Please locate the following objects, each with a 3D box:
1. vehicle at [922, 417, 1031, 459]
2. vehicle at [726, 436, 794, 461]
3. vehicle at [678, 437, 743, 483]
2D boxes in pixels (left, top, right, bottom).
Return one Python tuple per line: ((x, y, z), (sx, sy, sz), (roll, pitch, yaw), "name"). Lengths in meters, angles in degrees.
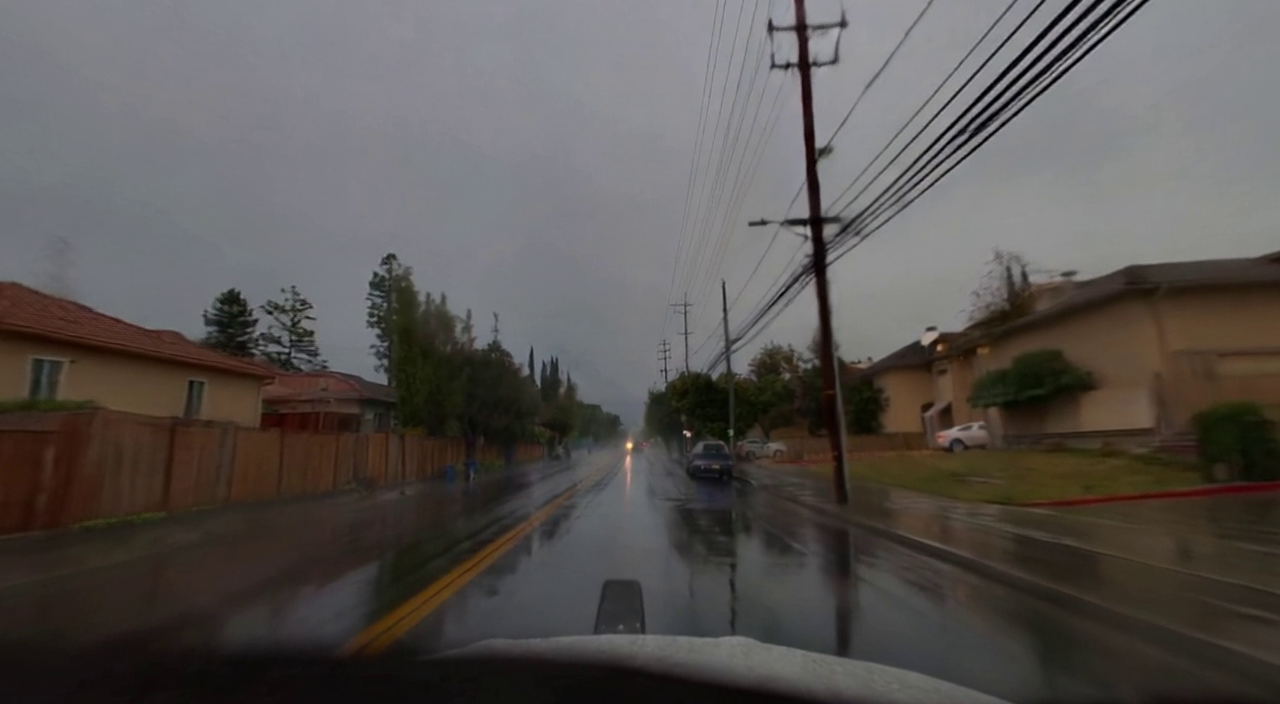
((18.007, 4.635, 33.951), (4.457, 1.780, 2.170), (-5, -8, 0), "vehicle")
((8.793, 7.087, 46.451), (4.585, 1.823, 1.991), (0, -9, 1), "vehicle")
((2.817, 4.449, 26.283), (2.108, 1.710, 4.499), (0, -9, -1), "vehicle")
